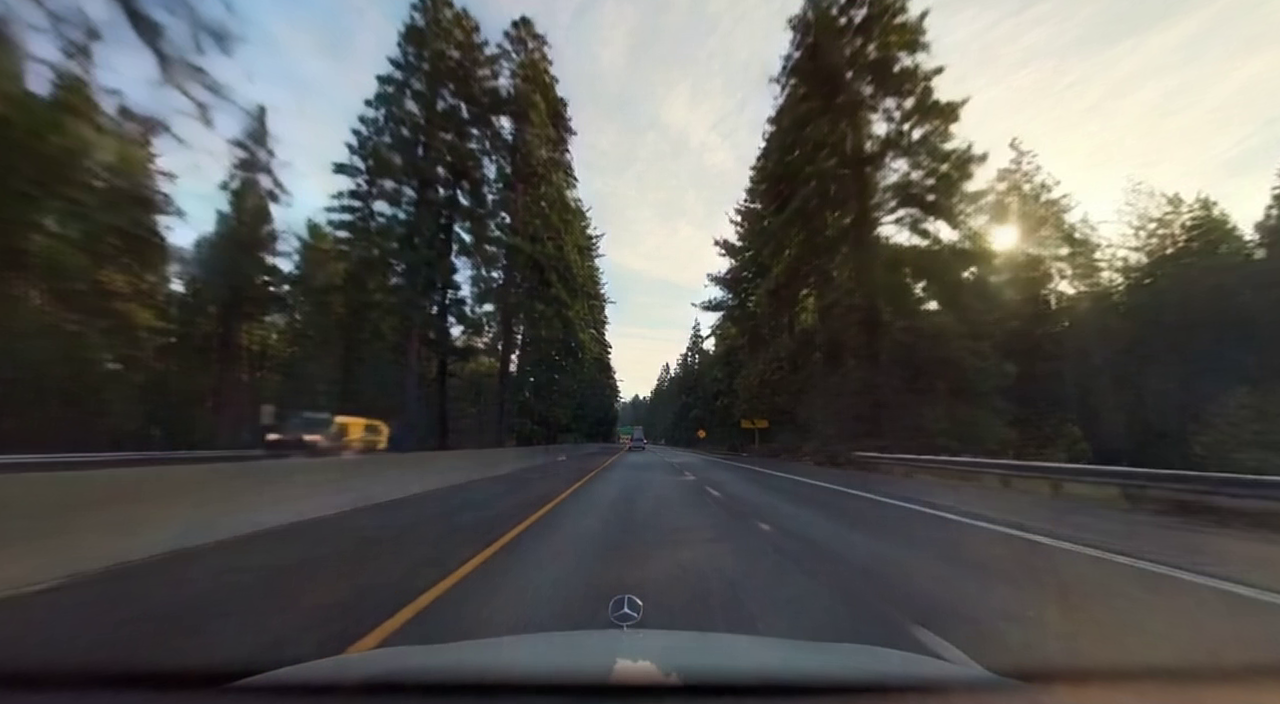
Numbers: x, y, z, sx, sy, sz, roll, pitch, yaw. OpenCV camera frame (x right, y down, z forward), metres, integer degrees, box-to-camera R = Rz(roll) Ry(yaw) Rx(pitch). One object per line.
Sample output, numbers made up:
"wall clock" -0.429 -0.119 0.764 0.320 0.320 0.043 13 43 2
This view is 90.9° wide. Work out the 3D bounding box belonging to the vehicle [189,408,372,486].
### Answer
"vehicle" -9.542 2.602 17.378 2.147 1.836 4.829 0 -8 0
